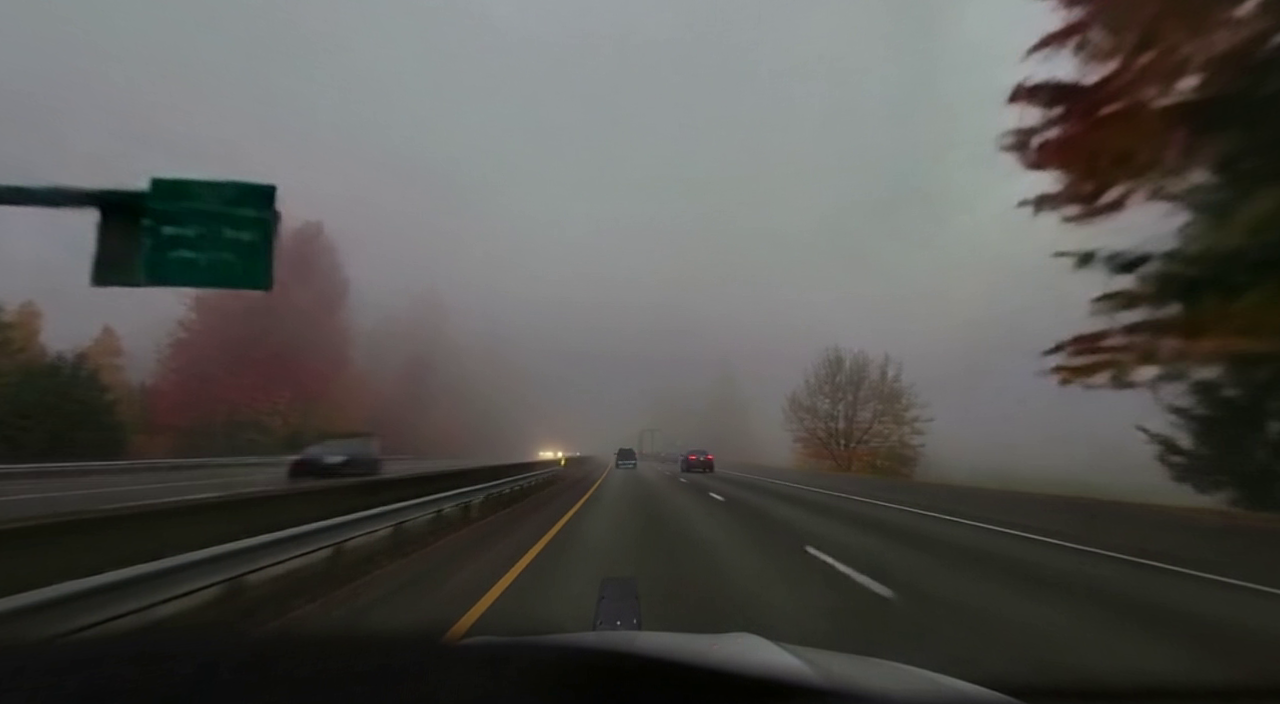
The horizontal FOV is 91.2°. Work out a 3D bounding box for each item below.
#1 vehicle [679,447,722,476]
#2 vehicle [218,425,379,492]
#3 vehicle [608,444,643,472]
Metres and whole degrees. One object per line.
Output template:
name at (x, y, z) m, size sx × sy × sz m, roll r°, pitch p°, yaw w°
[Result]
vehicle at (3.344, 6.143, 35.324) m, size 1.968 × 1.513 × 3.911 m, roll 0°, pitch -9°, yaw -2°
vehicle at (-8.810, 2.811, 16.706) m, size 1.898 × 1.521 × 4.308 m, roll 0°, pitch -9°, yaw -1°
vehicle at (-0.991, 7.018, 41.599) m, size 2.151 × 1.693 × 4.201 m, roll 0°, pitch -9°, yaw -2°
